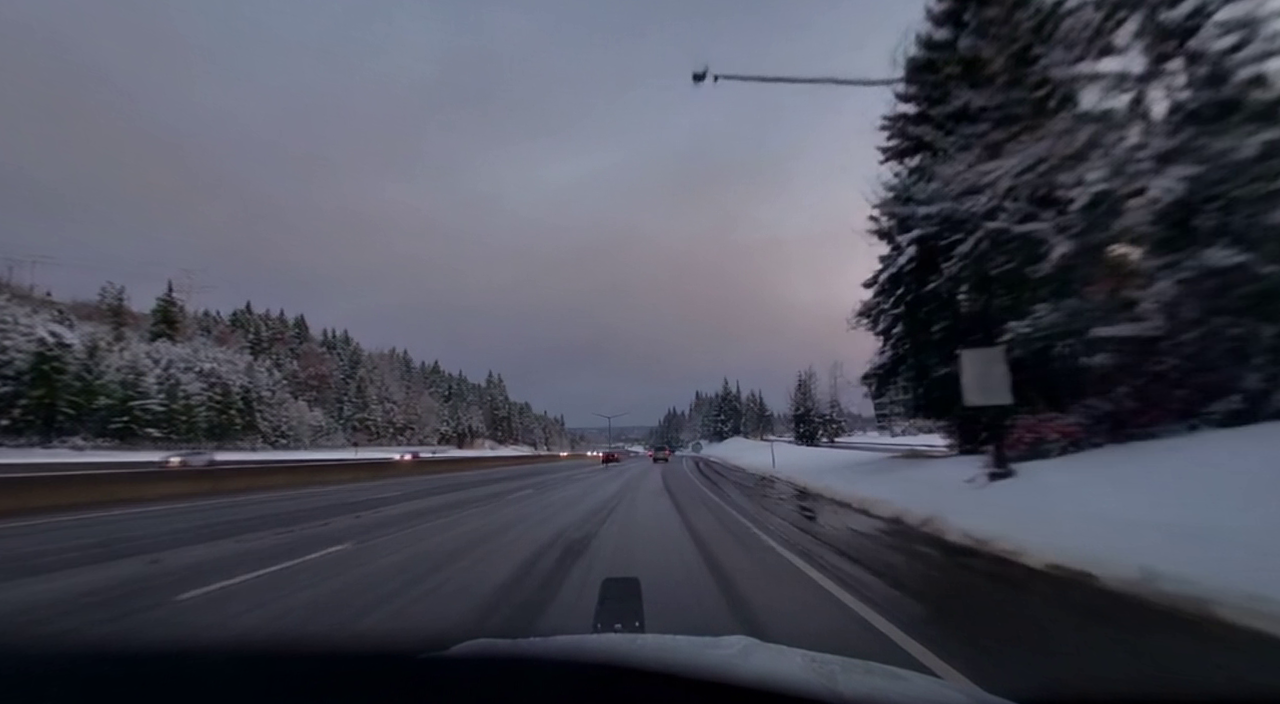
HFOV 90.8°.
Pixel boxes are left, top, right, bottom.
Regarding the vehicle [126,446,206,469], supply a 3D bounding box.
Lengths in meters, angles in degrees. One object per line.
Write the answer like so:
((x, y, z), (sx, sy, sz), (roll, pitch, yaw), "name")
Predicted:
((-35.719, 7.966, 47.791), (1.896, 1.640, 4.873), (-1, -9, 8), "vehicle")
